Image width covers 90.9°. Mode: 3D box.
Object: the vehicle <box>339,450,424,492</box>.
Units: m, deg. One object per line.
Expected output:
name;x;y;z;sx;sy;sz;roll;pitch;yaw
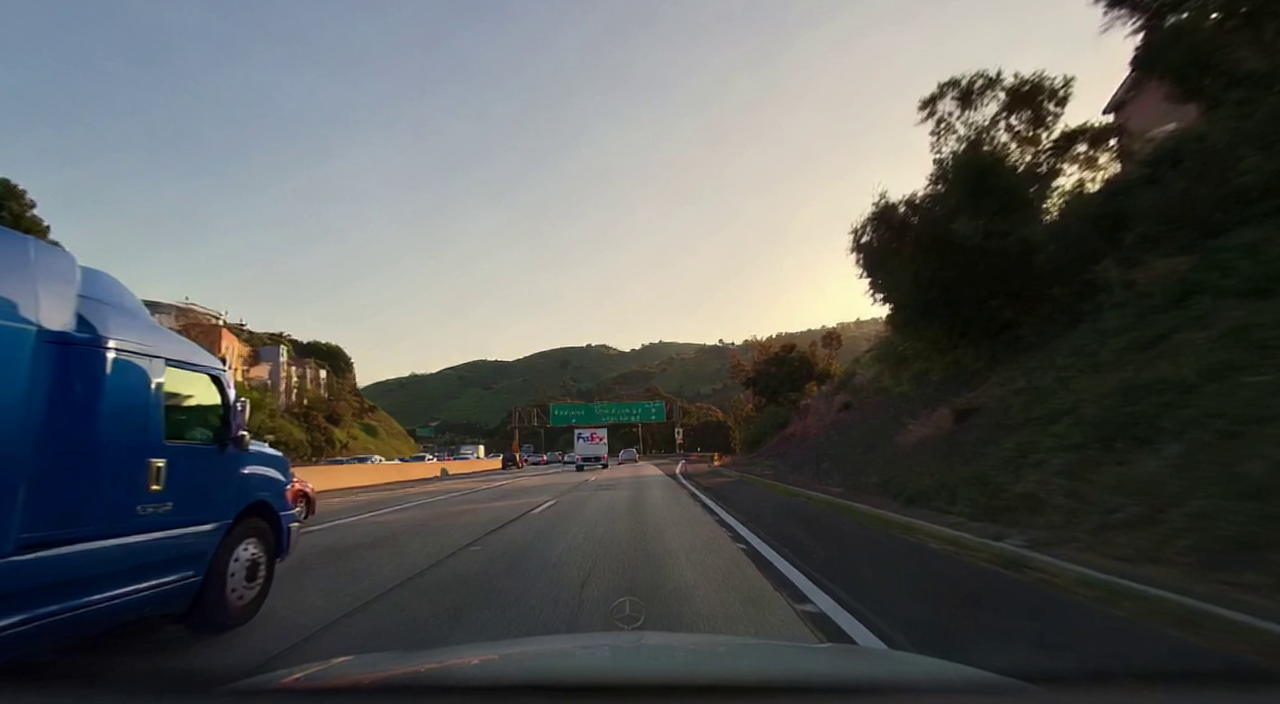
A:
vehicle;-11.675;5.382;28.828;1.931;1.692;4.443;0;-8;1

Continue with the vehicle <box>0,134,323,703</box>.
vehicle;-4.181;0.399;2.933;2.318;2.834;5.910;0;-8;-1
